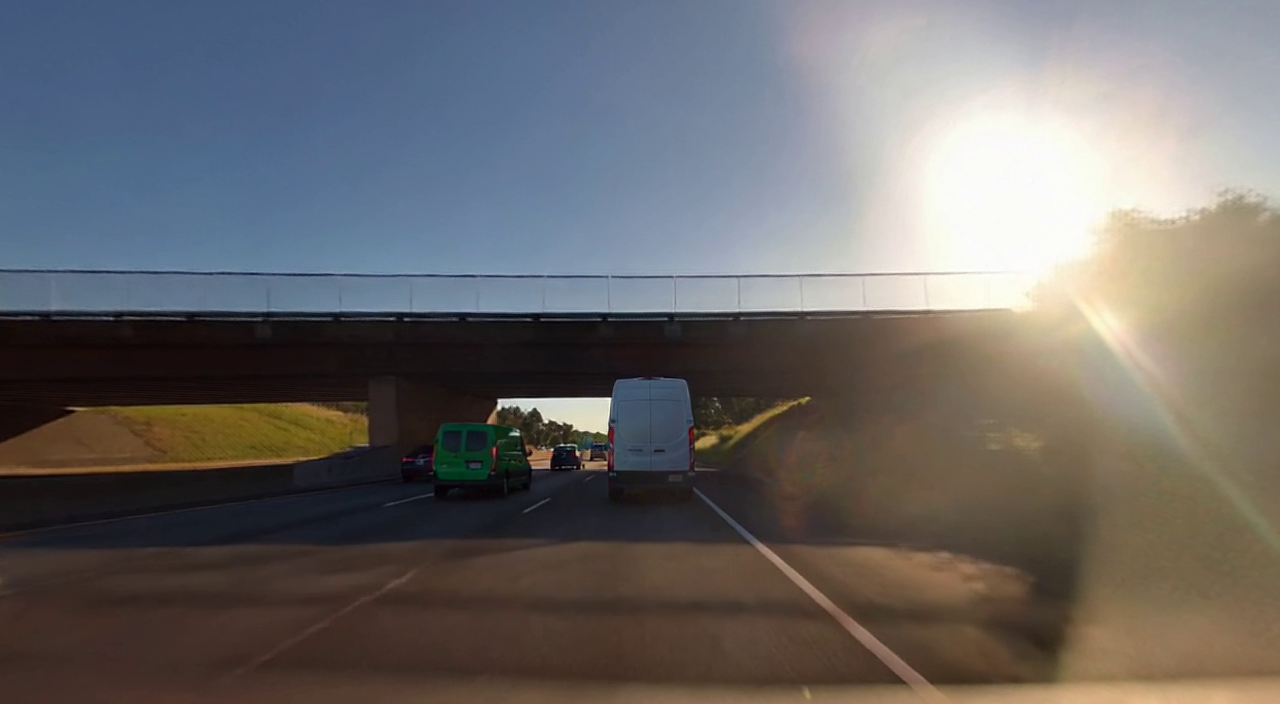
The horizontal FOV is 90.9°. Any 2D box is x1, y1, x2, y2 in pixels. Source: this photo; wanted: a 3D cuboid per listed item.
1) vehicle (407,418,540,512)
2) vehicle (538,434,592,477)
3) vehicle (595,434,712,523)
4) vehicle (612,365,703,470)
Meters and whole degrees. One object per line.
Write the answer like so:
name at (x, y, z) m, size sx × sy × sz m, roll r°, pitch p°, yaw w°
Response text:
vehicle at (-3.662, 2.575, 14.661) m, size 1.951 × 1.882 × 3.979 m, roll 0°, pitch -9°, yaw 1°
vehicle at (-3.503, 4.934, 30.193) m, size 2.068 × 1.862 × 4.234 m, roll 0°, pitch -9°, yaw 0°
vehicle at (0.225, 2.428, 12.521) m, size 1.991 × 1.507 × 3.391 m, roll 0°, pitch -9°, yaw 0°
vehicle at (0.425, 3.787, 32.176) m, size 3.289 × 3.822 × 18.653 m, roll 0°, pitch -9°, yaw -1°
